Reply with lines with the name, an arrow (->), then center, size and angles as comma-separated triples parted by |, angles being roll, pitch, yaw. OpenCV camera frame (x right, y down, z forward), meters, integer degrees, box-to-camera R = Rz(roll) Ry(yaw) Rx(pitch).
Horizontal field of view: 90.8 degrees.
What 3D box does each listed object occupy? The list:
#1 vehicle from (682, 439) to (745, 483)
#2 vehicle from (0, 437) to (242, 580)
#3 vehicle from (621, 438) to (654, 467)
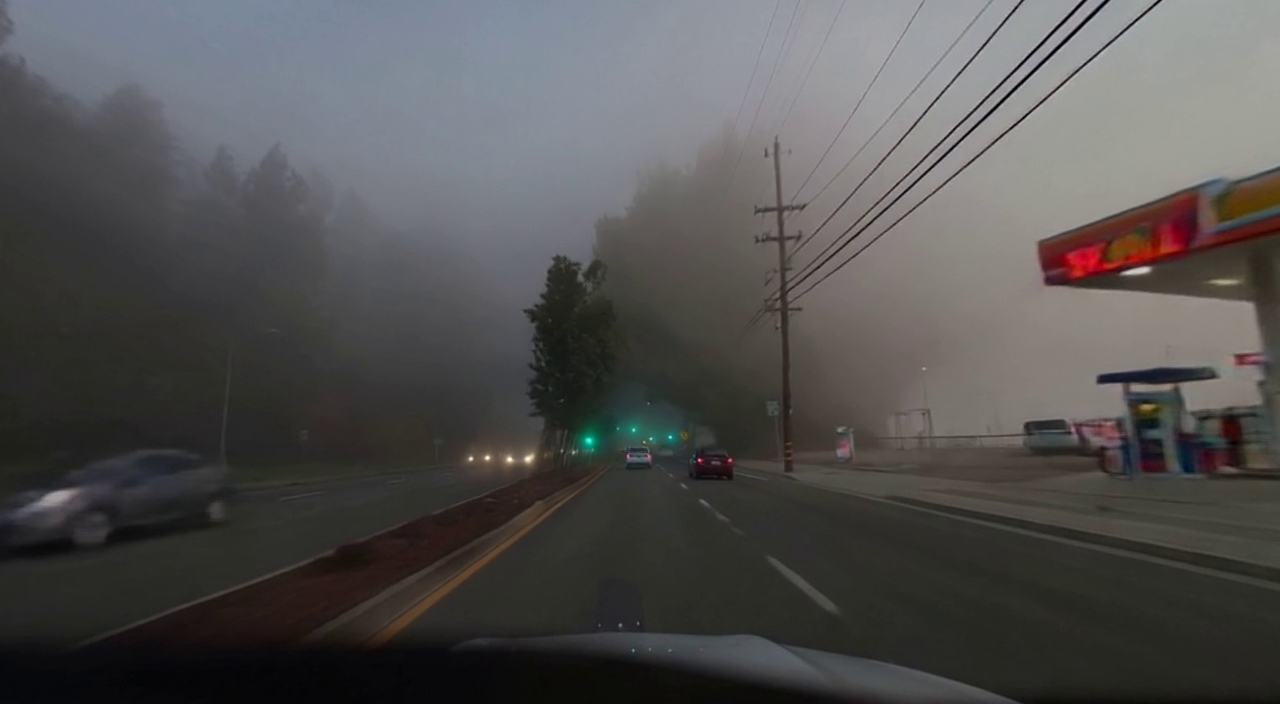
vehicle -> 2.942, 4.442, 26.101 | 1.990, 1.592, 4.294 | 0, -8, -1
vehicle -> -8.203, 2.065, 9.158 | 2.085, 1.582, 4.305 | -1, -8, -1
vehicle -> -0.203, 6.823, 43.156 | 2.163, 1.825, 4.073 | 0, -8, -1
